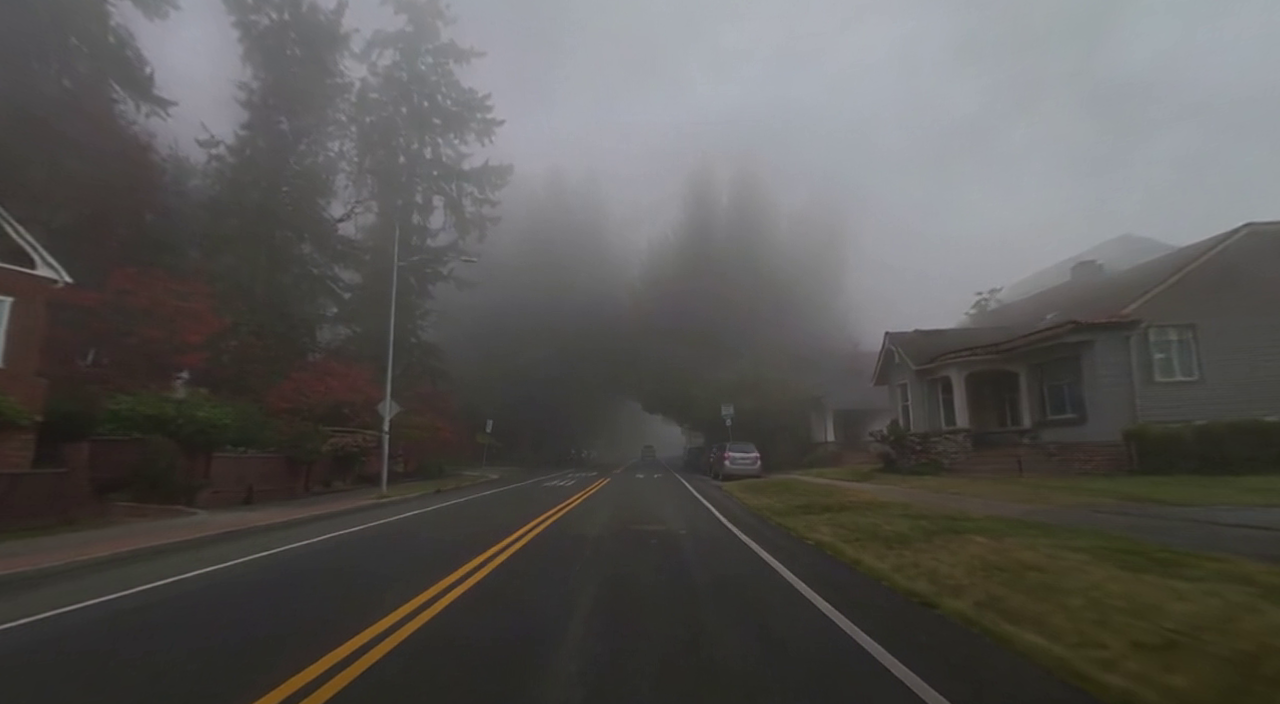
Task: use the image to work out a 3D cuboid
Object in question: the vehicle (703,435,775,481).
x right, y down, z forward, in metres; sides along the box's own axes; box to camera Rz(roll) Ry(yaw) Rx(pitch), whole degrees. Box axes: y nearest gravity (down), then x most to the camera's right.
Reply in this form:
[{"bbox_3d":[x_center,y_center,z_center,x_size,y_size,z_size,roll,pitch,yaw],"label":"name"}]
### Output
[{"bbox_3d":[4.063,4.463,26.807,1.937,1.752,4.574,1,-9,-5],"label":"vehicle"}]
